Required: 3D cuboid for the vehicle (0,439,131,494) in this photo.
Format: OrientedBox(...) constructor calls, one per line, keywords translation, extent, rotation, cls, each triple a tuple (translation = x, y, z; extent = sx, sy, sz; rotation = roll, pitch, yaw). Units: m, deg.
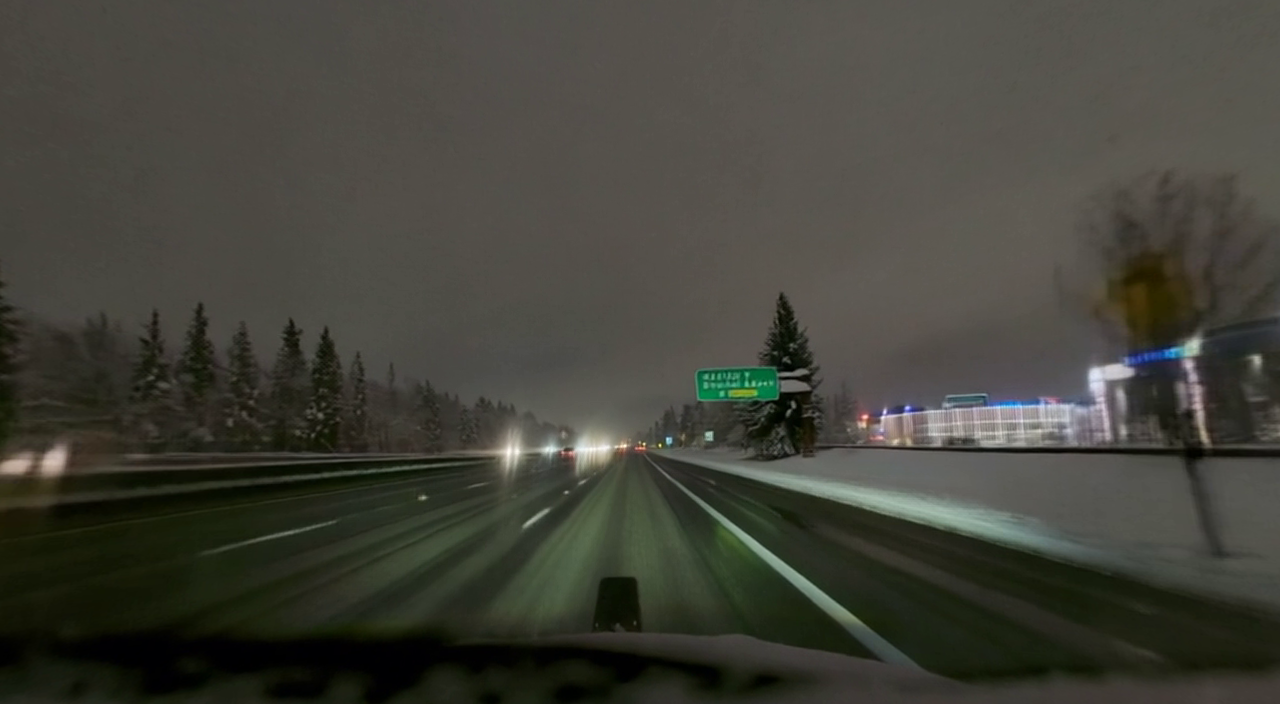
OrientedBox(translation=(-22.090, 4.167, 23.359), extent=(2.240, 1.796, 5.110), rotation=(0, -9, 0), cls="vehicle")
